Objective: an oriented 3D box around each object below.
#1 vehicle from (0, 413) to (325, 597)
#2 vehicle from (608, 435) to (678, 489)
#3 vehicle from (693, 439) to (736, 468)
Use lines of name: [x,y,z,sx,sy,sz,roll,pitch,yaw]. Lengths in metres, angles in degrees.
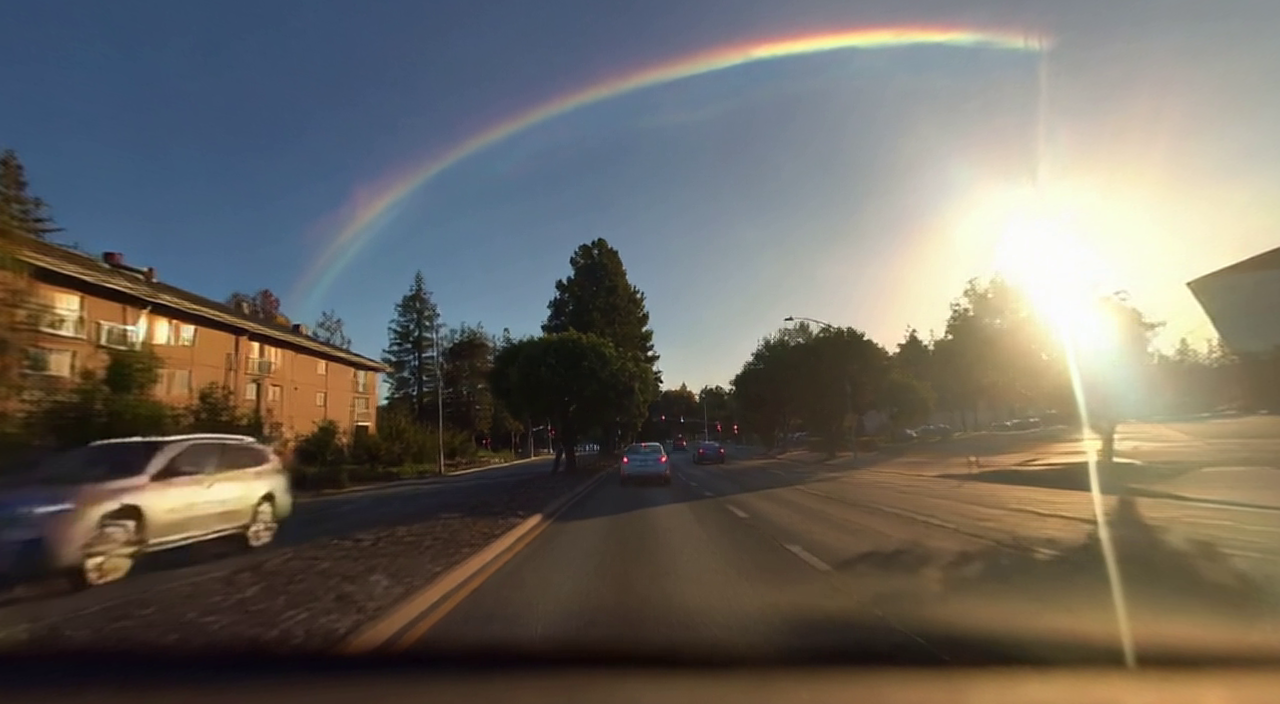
vehicle: [-6.569,1.886,8.645,2.174,1.802,4.591,-1,-9,-1]
vehicle: [0.108,3.810,22.090,2.181,1.639,4.127,-1,-9,0]
vehicle: [4.557,6.273,39.183,1.987,1.613,4.081,-1,-9,-2]
